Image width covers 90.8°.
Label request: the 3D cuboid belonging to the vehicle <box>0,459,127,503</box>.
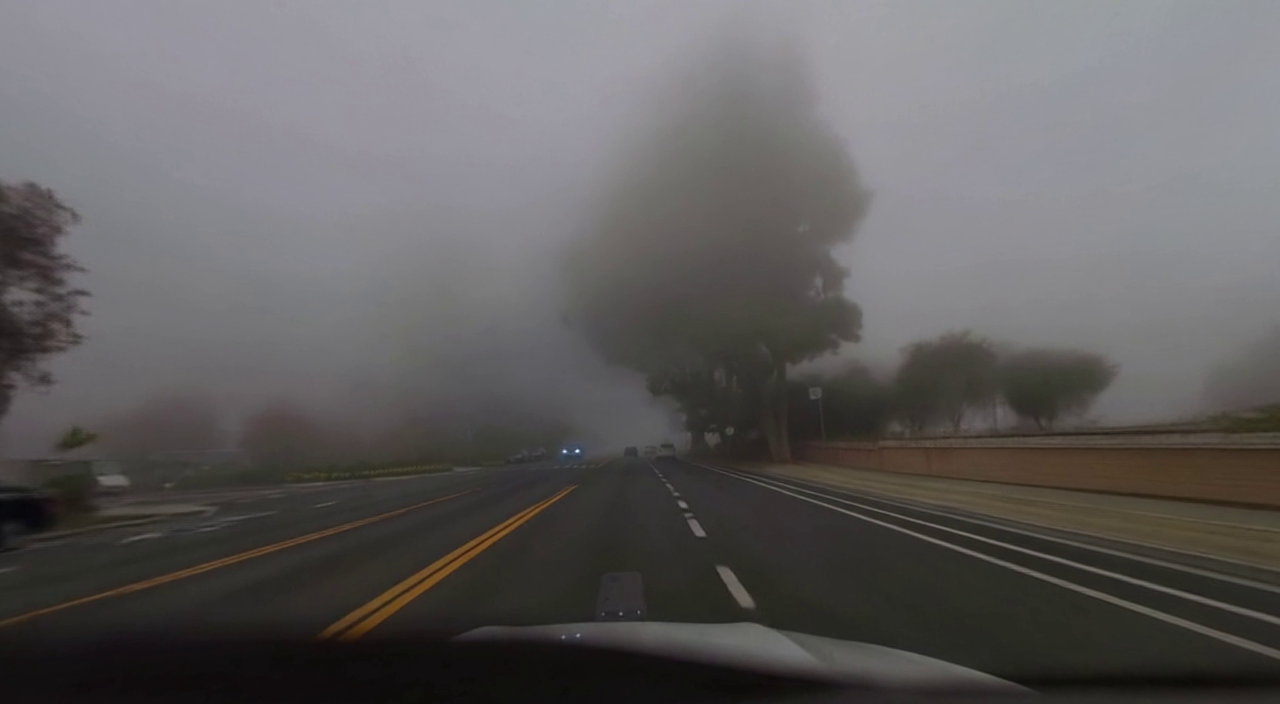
[{"bbox_3d":[-26.726,5.798,28.611,4.924,1.844,2.113,0,-9,-2],"label":"vehicle"}]
